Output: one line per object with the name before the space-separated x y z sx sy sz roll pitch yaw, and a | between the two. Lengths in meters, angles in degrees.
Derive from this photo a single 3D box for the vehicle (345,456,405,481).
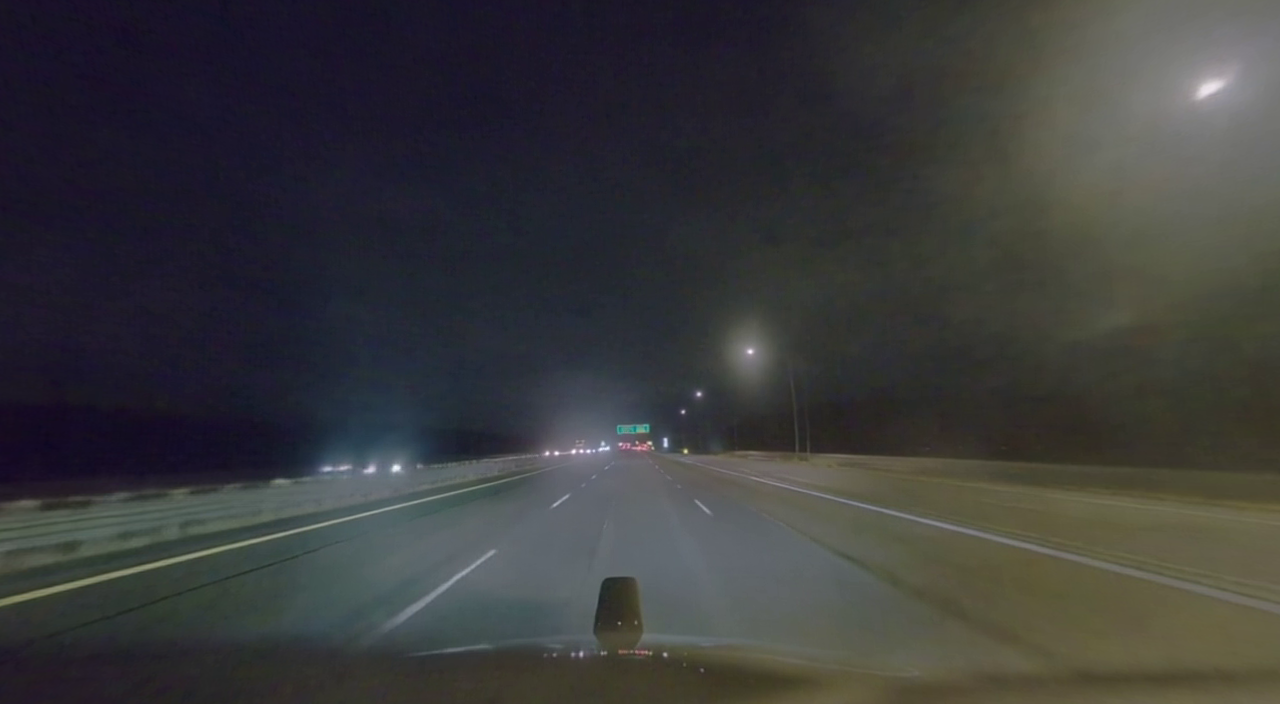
vehicle | -17.433 7.681 41.634 1.924 1.488 4.654 0 -9 0
